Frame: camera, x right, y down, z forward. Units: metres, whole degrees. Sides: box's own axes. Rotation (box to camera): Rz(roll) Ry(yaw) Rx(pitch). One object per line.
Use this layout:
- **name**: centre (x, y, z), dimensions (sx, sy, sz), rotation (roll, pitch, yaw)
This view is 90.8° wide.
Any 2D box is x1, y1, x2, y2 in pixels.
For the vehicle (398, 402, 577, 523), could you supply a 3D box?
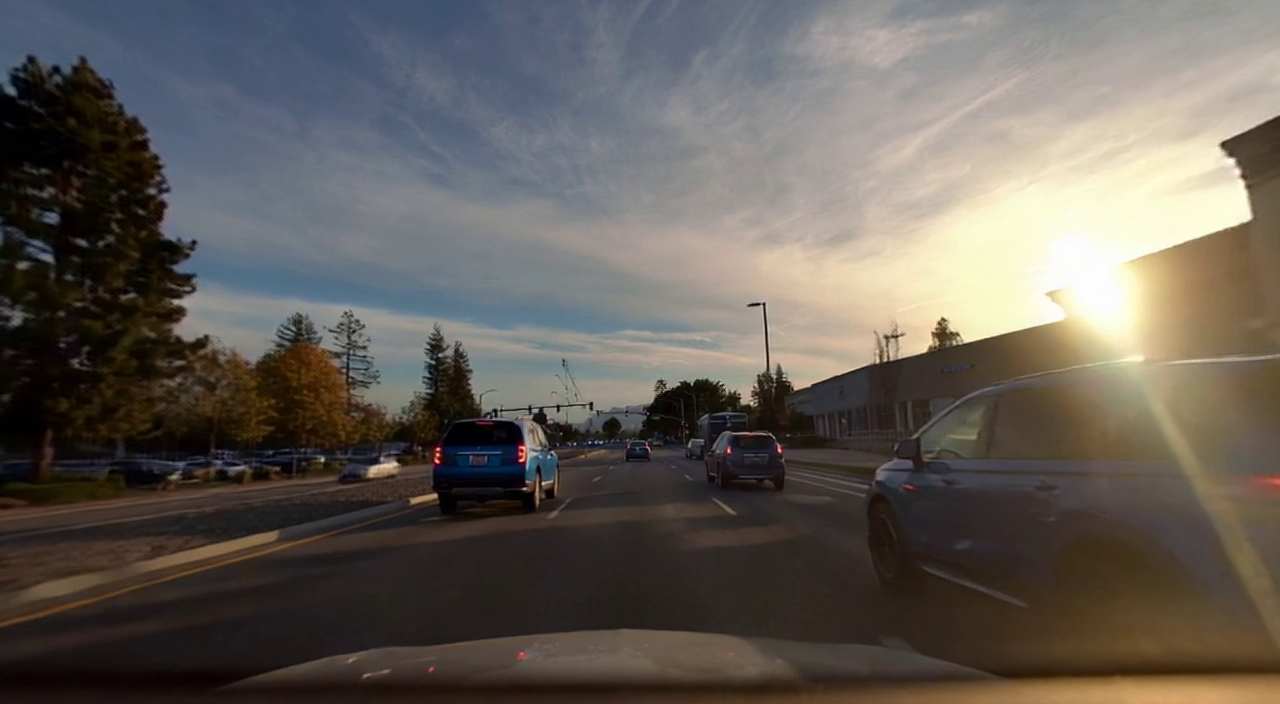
- **vehicle**: centre (-2.861, 2.282, 13.481), dimensions (2.368, 2.037, 5.319), rotation (0, -8, 1)

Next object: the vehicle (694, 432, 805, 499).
- **vehicle**: centre (2.858, 3.094, 17.709), dimensions (2.174, 1.596, 4.779), rotation (0, -8, -1)

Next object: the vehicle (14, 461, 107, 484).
- **vehicle**: centre (-42.275, 8.792, 46.237), dimensions (4.526, 1.514, 1.988), rotation (5, -10, -29)

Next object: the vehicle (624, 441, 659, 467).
- **vehicle**: centre (0.057, 6.032, 37.469), dimensions (2.008, 1.464, 4.052), rotation (0, -8, -1)

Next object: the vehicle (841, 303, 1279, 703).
- **vehicle**: centre (2.862, 0.962, 3.457), dimensions (2.018, 1.719, 4.369), rotation (0, -8, -1)

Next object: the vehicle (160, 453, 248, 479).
- **vehicle**: centre (-28.749, 7.532, 41.743), dimensions (4.441, 1.625, 1.916), rotation (-1, -8, 3)
